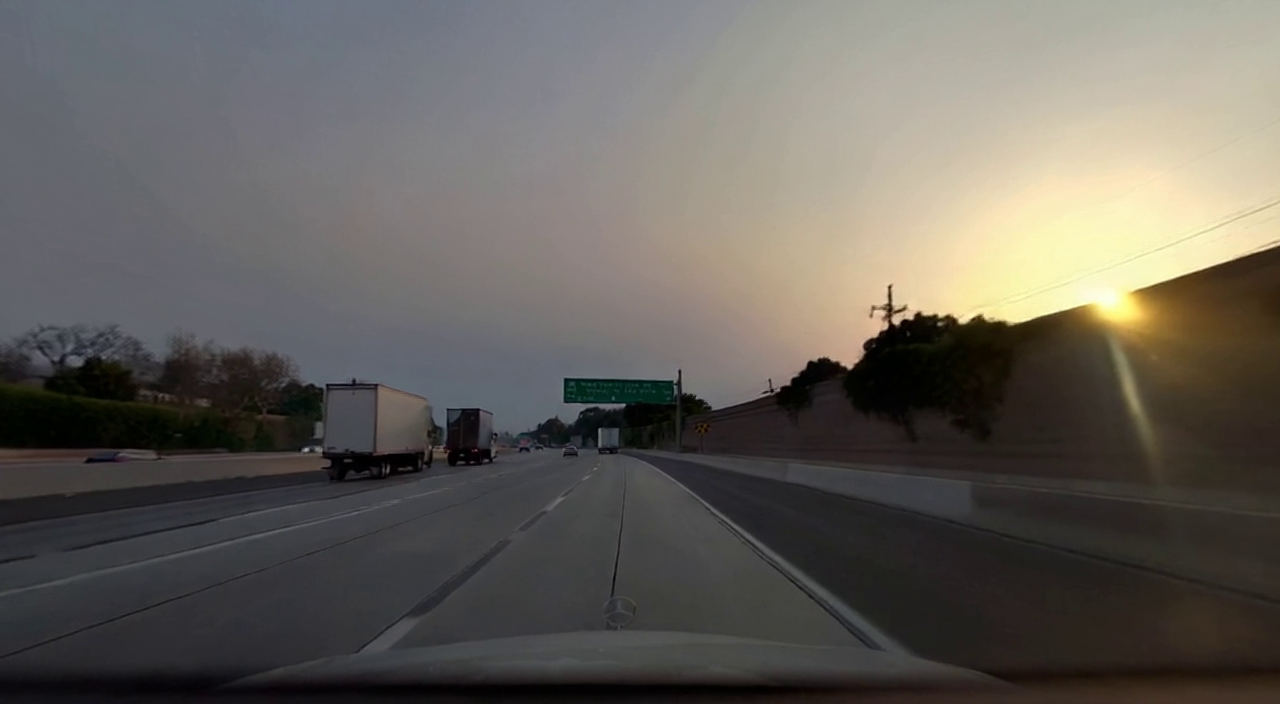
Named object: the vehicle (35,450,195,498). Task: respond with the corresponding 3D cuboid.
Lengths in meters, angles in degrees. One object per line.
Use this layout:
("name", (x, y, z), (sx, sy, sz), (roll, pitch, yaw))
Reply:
("vehicle", (-18.013, 4.155, 22.072), (1.842, 1.452, 4.612), (0, -8, -3))

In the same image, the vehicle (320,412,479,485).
("vehicle", (-10.785, 4.672, 30.871), (3.270, 2.674, 14.547), (1, -8, -5))
